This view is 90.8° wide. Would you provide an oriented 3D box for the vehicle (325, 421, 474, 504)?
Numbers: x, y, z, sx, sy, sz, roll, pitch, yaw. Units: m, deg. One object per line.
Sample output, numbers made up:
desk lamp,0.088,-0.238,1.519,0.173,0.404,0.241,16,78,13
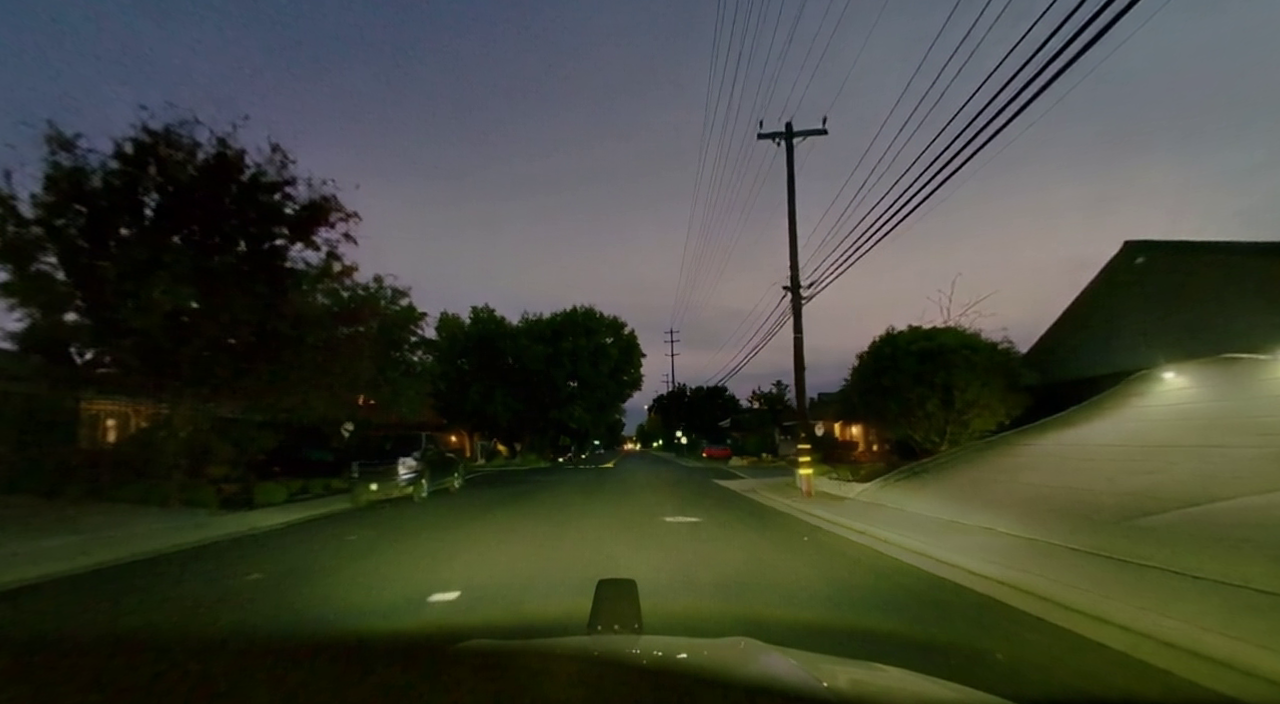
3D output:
vehicle,-7.361,3.521,20.323,2.739,2.164,6.065,-1,-10,-4
